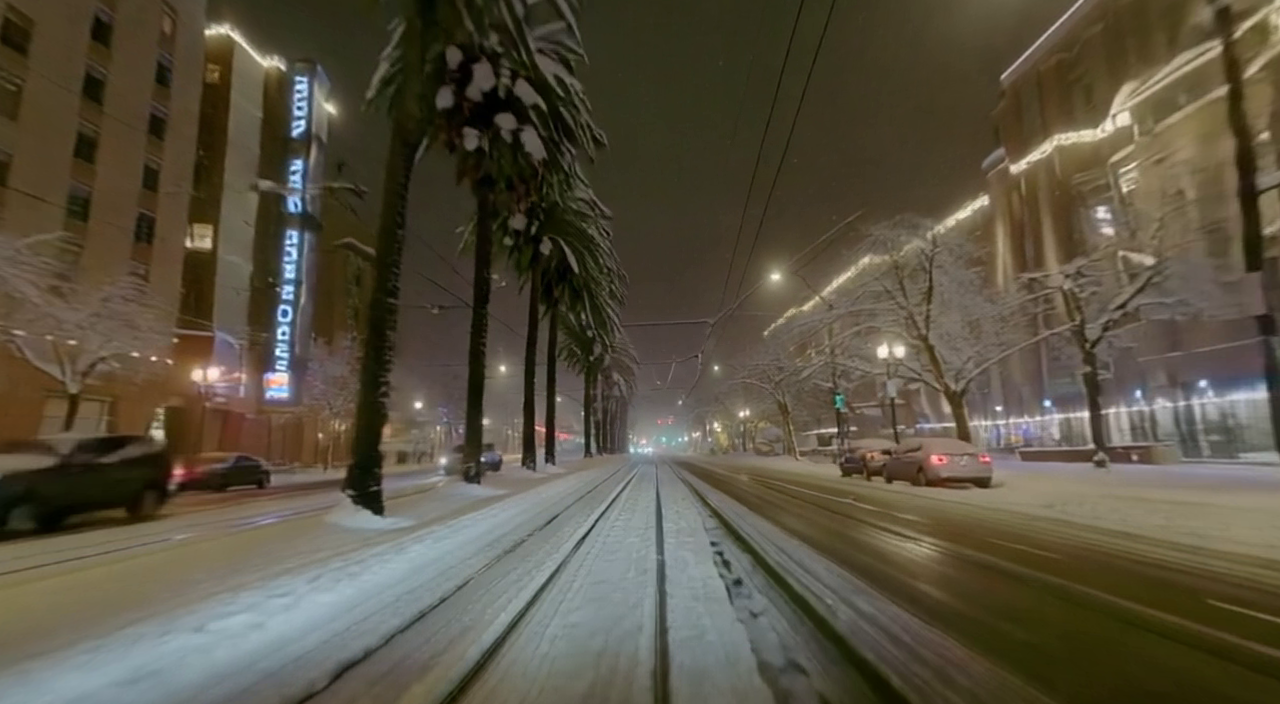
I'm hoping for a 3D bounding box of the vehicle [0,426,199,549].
[{"bbox_3d":[-10.827,2.329,11.337,2.096,1.860,4.953,-1,-8,1],"label":"vehicle"}]

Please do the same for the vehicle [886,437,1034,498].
[{"bbox_3d":[8.781,3.163,17.743,1.816,1.488,4.102,0,-8,-3],"label":"vehicle"}]

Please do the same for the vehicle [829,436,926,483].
[{"bbox_3d":[8.810,4.002,23.792,1.878,1.605,4.242,0,-8,-2],"label":"vehicle"}]

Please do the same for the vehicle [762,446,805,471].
[{"bbox_3d":[9.017,6.695,39.877,1.733,1.468,4.326,0,-8,0],"label":"vehicle"}]

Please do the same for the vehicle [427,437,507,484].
[{"bbox_3d":[-7.318,4.628,27.129,2.032,1.824,4.557,0,-8,2],"label":"vehicle"}]
